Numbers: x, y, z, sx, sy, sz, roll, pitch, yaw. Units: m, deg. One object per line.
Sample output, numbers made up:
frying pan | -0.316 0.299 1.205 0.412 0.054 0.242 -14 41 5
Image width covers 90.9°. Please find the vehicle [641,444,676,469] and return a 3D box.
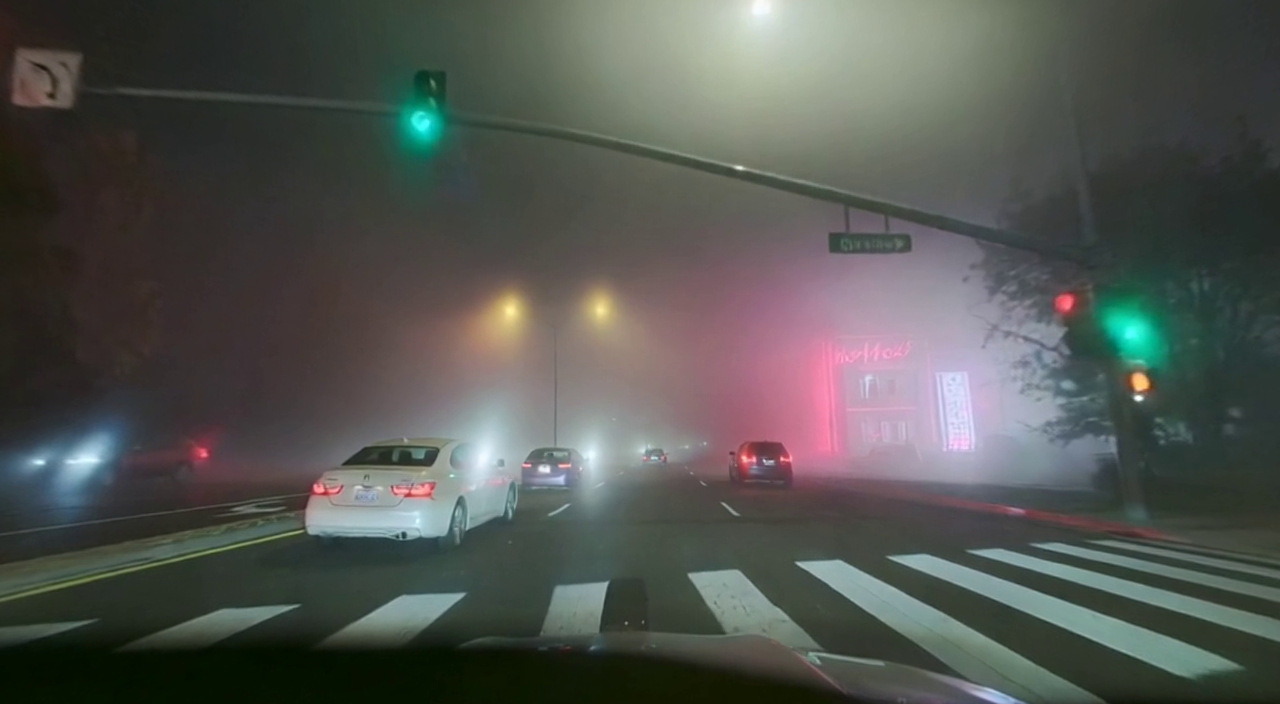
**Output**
vehicle | 1.228 6.678 40.428 2.164 1.477 3.988 -1 -8 3

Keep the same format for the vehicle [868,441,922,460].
vehicle | 19.307 7.448 47.717 3.368 1.389 1.595 0 -8 -7

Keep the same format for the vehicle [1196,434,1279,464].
vehicle | 32.112 5.076 33.055 1.842 1.448 4.443 -1 -8 1

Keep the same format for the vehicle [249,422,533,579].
vehicle | -2.918 1.846 8.705 2.118 1.568 4.436 0 -8 0

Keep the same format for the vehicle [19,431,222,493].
vehicle | -18.975 4.035 23.605 2.359 1.973 5.881 -1 -8 3

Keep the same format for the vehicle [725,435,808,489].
vehicle | 4.275 3.788 22.035 2.103 1.699 4.171 -1 -8 1

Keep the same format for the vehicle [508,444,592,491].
vehicle | -2.964 3.900 21.687 1.980 1.454 4.226 -1 -8 4
